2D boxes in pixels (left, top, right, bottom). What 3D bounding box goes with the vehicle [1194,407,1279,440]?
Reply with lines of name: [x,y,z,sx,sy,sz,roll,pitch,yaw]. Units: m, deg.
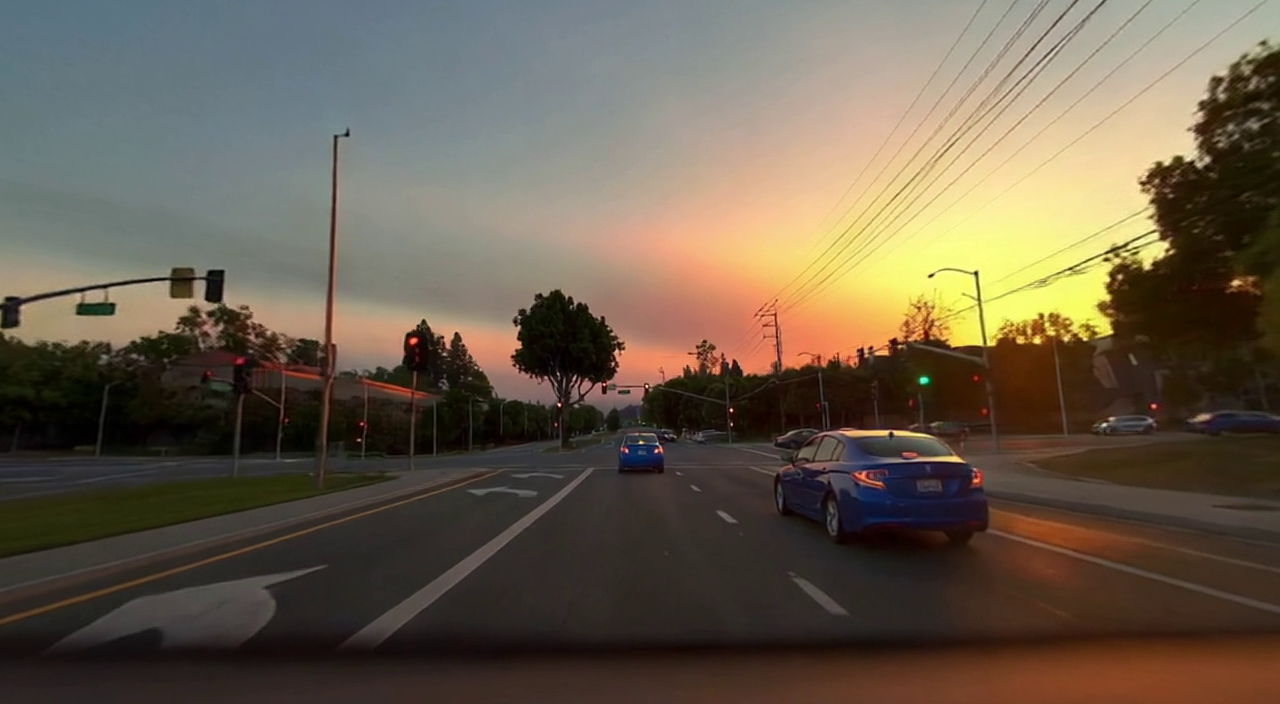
vehicle: [38.700,4.527,39.669,5.668,1.925,2.384,1,-8,-5]

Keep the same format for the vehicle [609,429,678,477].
vehicle: [0.121,3.389,21.297,2.110,1.466,3.860,0,-8,0]

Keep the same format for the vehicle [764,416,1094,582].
vehicle: [2.982,1.619,7.779,2.004,1.448,4.263,0,-8,-1]
